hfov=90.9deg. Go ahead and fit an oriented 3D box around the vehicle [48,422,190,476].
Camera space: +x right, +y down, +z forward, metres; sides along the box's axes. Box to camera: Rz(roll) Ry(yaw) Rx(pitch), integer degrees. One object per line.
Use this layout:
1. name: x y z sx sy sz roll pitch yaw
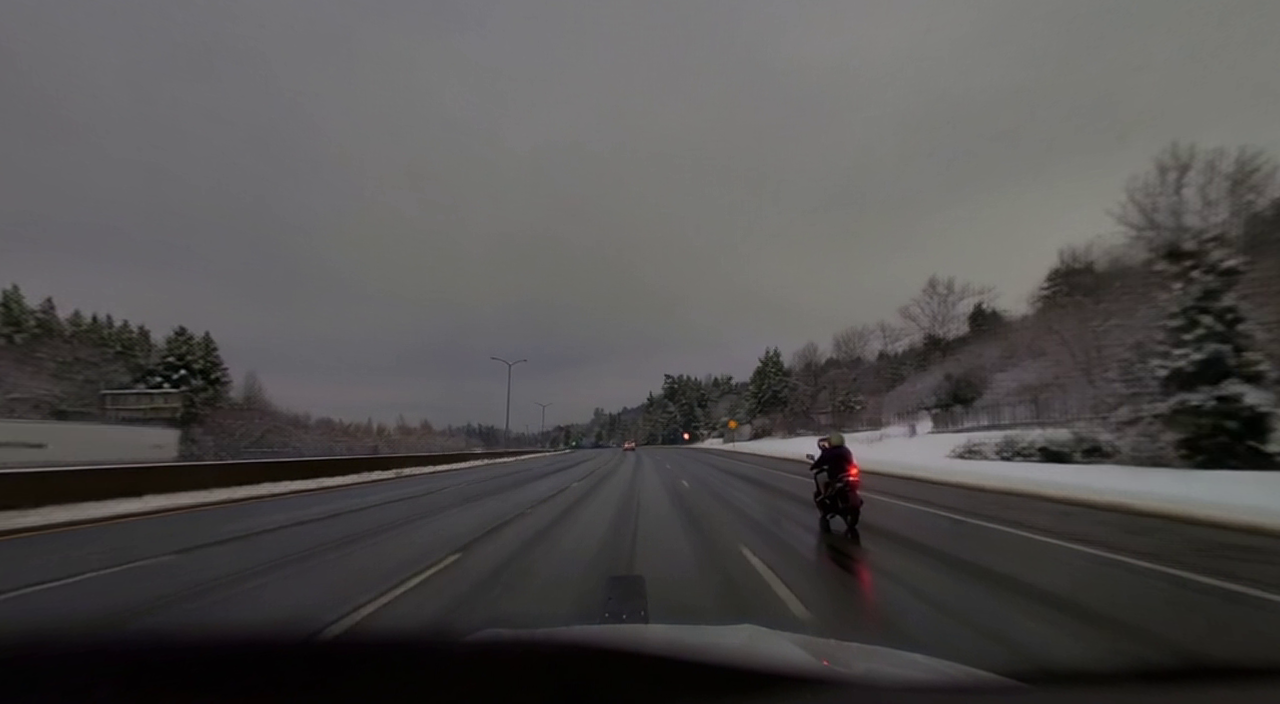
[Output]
1. vehicle: -35.304 6.610 43.256 2.651 3.367 7.994 0 -8 2
